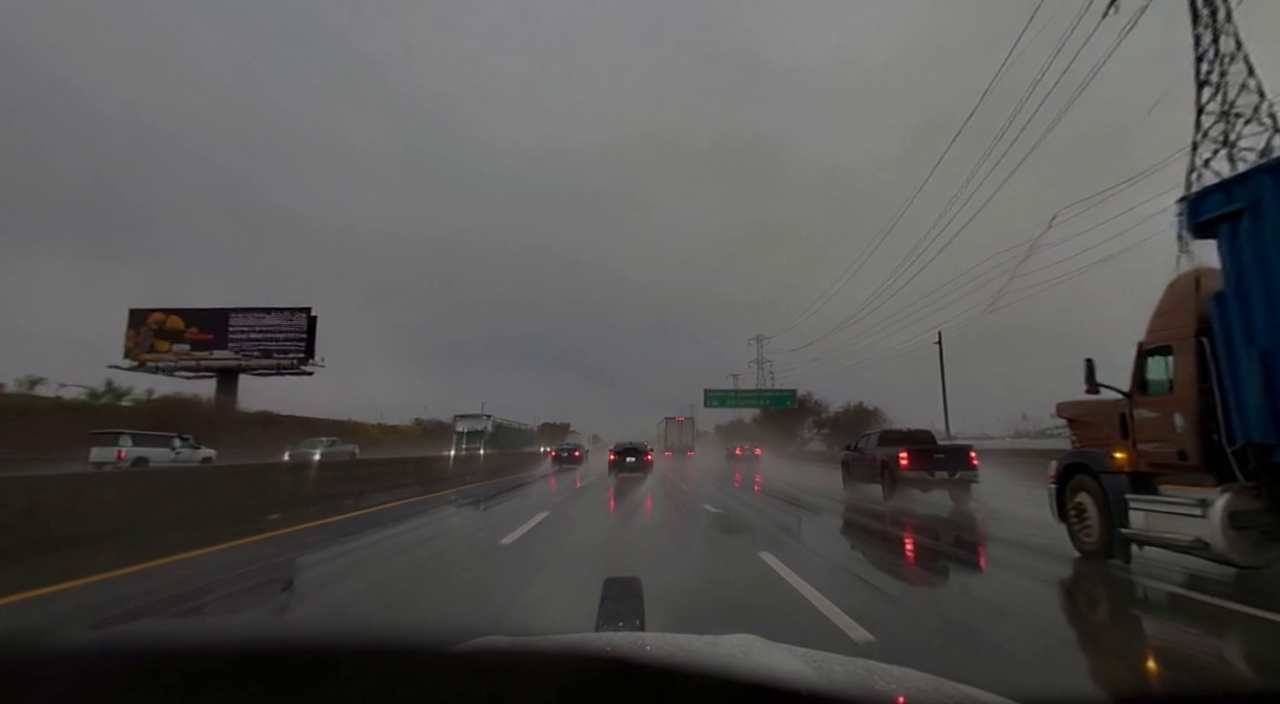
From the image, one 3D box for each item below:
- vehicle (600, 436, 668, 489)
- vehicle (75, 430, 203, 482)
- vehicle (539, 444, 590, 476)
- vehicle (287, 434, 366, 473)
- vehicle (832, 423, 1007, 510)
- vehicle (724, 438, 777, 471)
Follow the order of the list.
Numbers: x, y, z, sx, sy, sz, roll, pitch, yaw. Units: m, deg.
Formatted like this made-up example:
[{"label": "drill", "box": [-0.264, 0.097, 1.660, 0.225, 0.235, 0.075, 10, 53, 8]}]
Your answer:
[{"label": "vehicle", "box": [-0.200, 3.894, 22.517, 2.191, 1.685, 4.015, 0, -9, 0]}, {"label": "vehicle", "box": [-31.755, 6.533, 40.503, 2.736, 2.994, 6.731, 0, -7, -1]}, {"label": "vehicle", "box": [-3.766, 5.476, 32.251, 2.025, 1.498, 4.675, 0, -9, 0]}, {"label": "vehicle", "box": [-20.947, 6.816, 42.585, 2.247, 2.391, 5.960, 0, -9, 0]}, {"label": "vehicle", "box": [6.861, 2.887, 16.332, 2.086, 1.862, 5.232, 0, -9, 0]}, {"label": "vehicle", "box": [7.026, 6.569, 40.785, 2.302, 1.973, 5.502, 0, -9, -1]}]
